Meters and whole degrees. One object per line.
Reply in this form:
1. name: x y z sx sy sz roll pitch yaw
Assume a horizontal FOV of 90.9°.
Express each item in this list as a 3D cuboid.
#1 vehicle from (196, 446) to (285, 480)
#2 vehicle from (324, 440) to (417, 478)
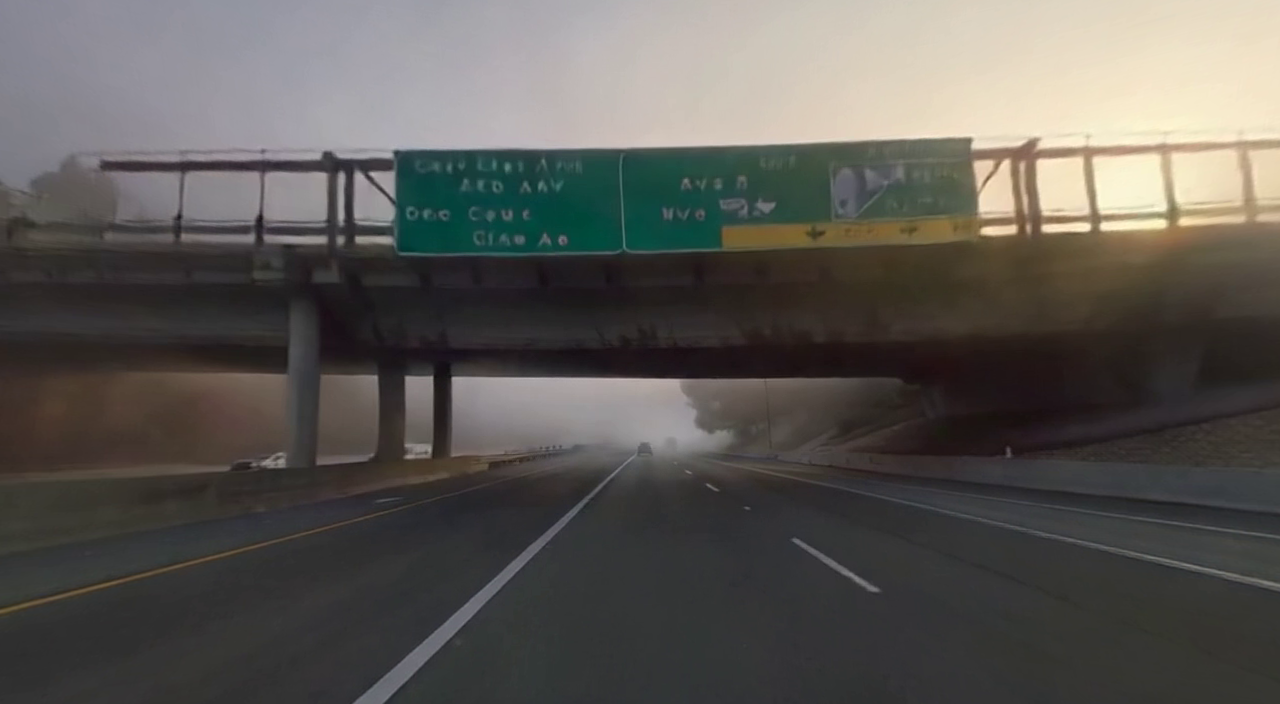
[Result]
1. vehicle: -21.209 5.870 33.723 1.873 1.666 4.269 0 -8 0
2. vehicle: -11.674 4.639 27.650 2.119 1.544 4.304 0 -8 1
